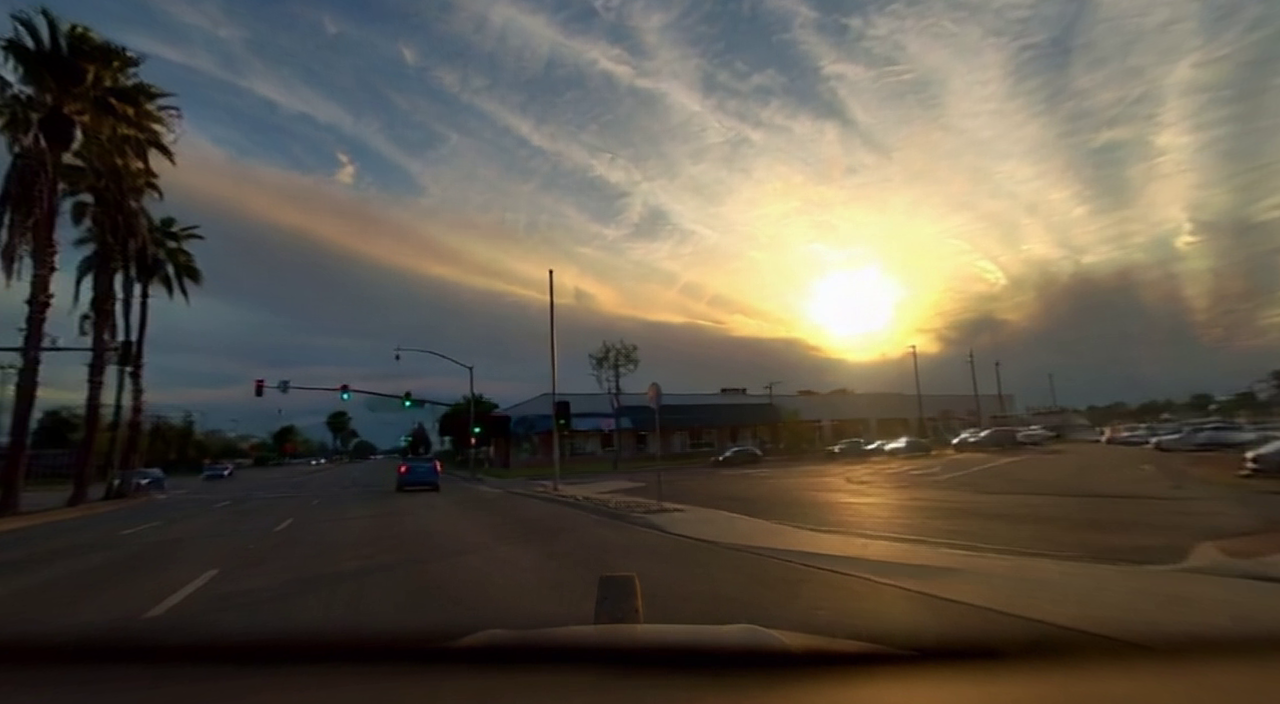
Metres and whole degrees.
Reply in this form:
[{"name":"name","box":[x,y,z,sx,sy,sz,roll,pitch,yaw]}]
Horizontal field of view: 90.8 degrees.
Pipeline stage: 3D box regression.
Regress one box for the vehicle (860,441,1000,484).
[{"name":"vehicle","box":[10.483,3.954,22.883,4.355,1.398,2.085,3,-9,-21]}]

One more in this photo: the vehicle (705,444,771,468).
[{"name":"vehicle","box":[6.316,6.797,41.509,2.046,1.481,4.936,3,-9,-21]}]

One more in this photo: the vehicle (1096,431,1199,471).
[{"name":"vehicle","box":[25.076,4.840,31.221,4.377,1.433,1.867,-3,-3,-20]}]

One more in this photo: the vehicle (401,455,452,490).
[{"name":"vehicle","box":[-10.854,6.022,31.879,1.969,1.555,4.431,4,-9,-24]}]

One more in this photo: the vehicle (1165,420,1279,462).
[{"name":"vehicle","box":[26.391,4.024,28.612,4.178,1.533,1.992,6,-9,-17]}]

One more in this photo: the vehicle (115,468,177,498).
[{"name":"vehicle","box":[-31.191,8.253,40.060,2.027,1.534,4.779,4,-10,-25]}]

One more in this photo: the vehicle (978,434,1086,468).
[{"name":"vehicle","box":[18.143,4.586,29.292,4.199,1.459,1.997,3,-9,-20]}]
